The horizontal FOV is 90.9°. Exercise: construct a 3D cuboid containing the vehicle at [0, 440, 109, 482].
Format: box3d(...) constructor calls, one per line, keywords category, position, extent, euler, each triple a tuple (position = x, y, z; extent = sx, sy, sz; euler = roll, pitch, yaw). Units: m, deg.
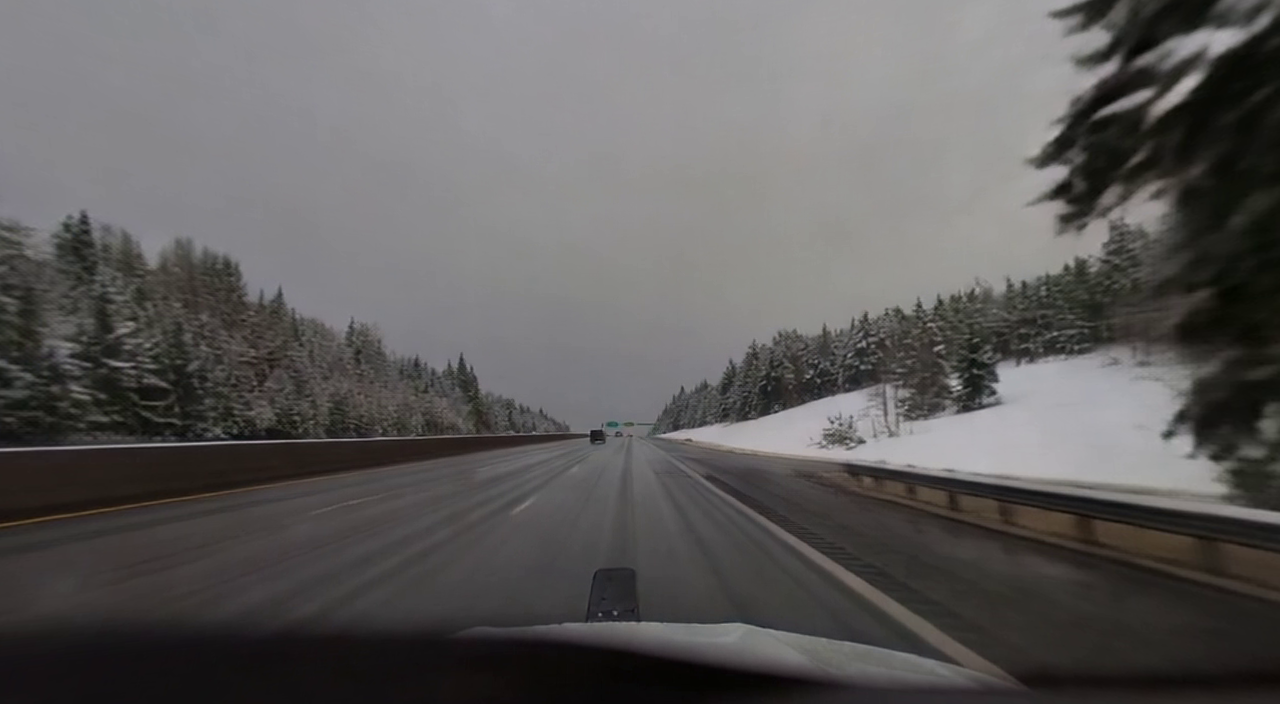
box3d(category="vehicle", position=(-22.584, 4.030, 23.707), extent=(1.782, 1.427, 3.949), euler=(0, -8, 0))
